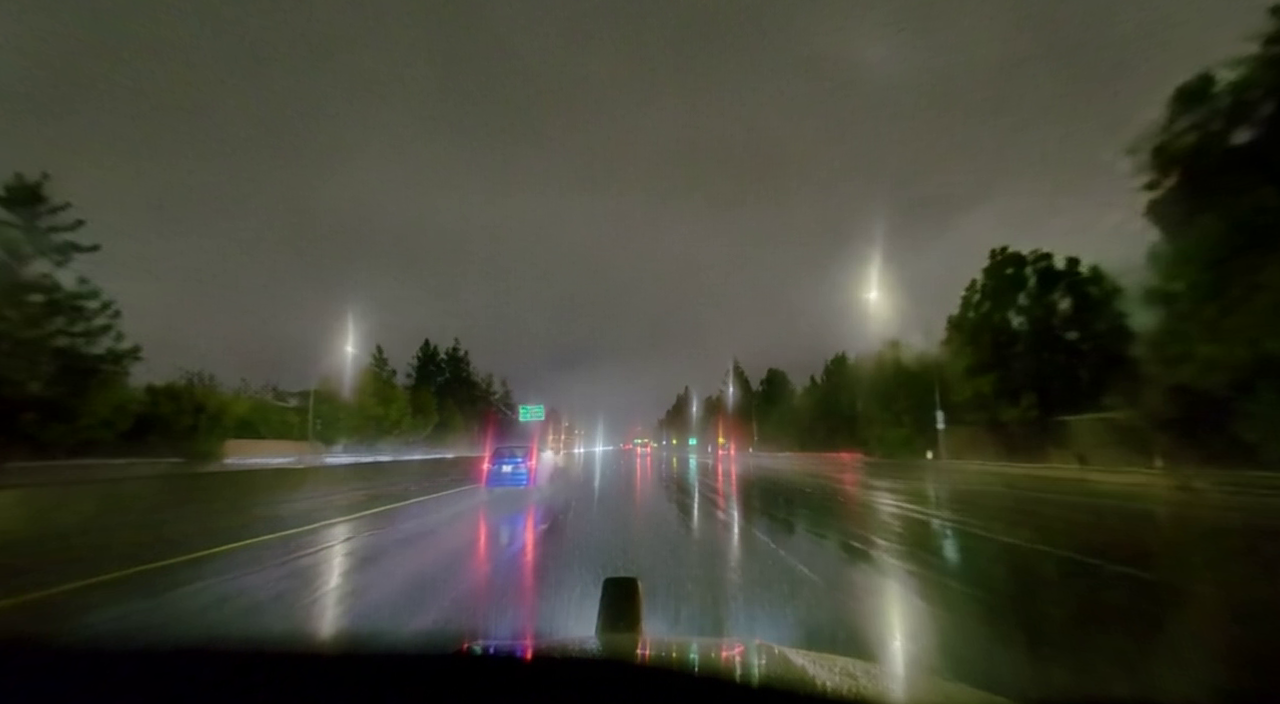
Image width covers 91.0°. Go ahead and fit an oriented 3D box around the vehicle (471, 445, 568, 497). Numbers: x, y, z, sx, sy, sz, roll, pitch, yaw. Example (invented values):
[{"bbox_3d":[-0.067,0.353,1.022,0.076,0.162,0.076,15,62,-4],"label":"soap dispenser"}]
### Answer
[{"bbox_3d":[-3.775,3.817,20.650,2.162,1.493,4.583,0,-9,1],"label":"vehicle"}]
